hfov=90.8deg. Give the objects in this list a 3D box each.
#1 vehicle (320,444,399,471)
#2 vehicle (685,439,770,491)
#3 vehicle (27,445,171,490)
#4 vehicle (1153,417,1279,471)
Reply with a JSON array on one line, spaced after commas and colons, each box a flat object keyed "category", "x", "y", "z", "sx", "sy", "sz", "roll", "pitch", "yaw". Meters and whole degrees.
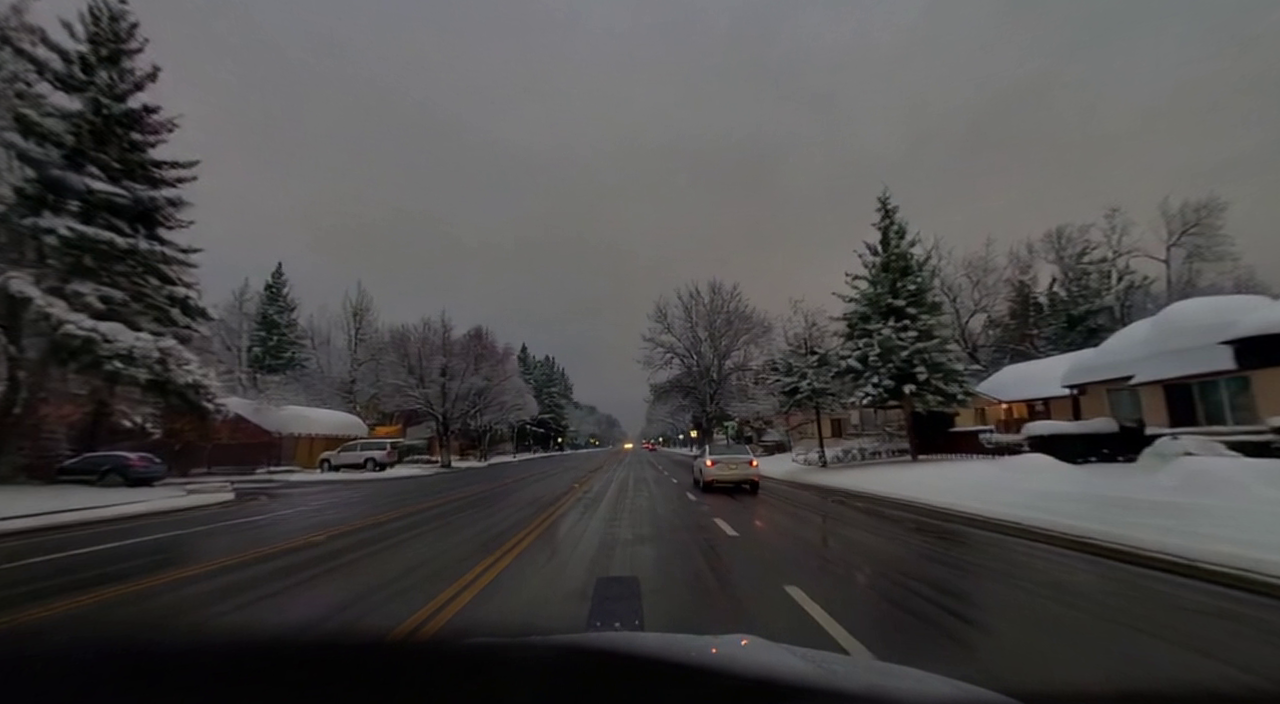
[{"category": "vehicle", "x": -20.513, "y": 7.714, "z": 46.367, "sx": 4.741, "sy": 1.916, "sz": 2.169, "roll": 0, "pitch": -9, "yaw": 1}, {"category": "vehicle", "x": 2.720, "y": 3.624, "z": 20.655, "sx": 2.057, "sy": 1.493, "sz": 4.225, "roll": 0, "pitch": -9, "yaw": -2}, {"category": "vehicle", "x": -25.217, "y": 5.365, "z": 29.590, "sx": 4.671, "sy": 1.776, "sz": 2.250, "roll": -3, "pitch": -9, "yaw": 0}, {"category": "vehicle", "x": 18.599, "y": 2.791, "z": 19.092, "sx": 4.343, "sy": 1.519, "sz": 2.051, "roll": 0, "pitch": -9, "yaw": -1}]
